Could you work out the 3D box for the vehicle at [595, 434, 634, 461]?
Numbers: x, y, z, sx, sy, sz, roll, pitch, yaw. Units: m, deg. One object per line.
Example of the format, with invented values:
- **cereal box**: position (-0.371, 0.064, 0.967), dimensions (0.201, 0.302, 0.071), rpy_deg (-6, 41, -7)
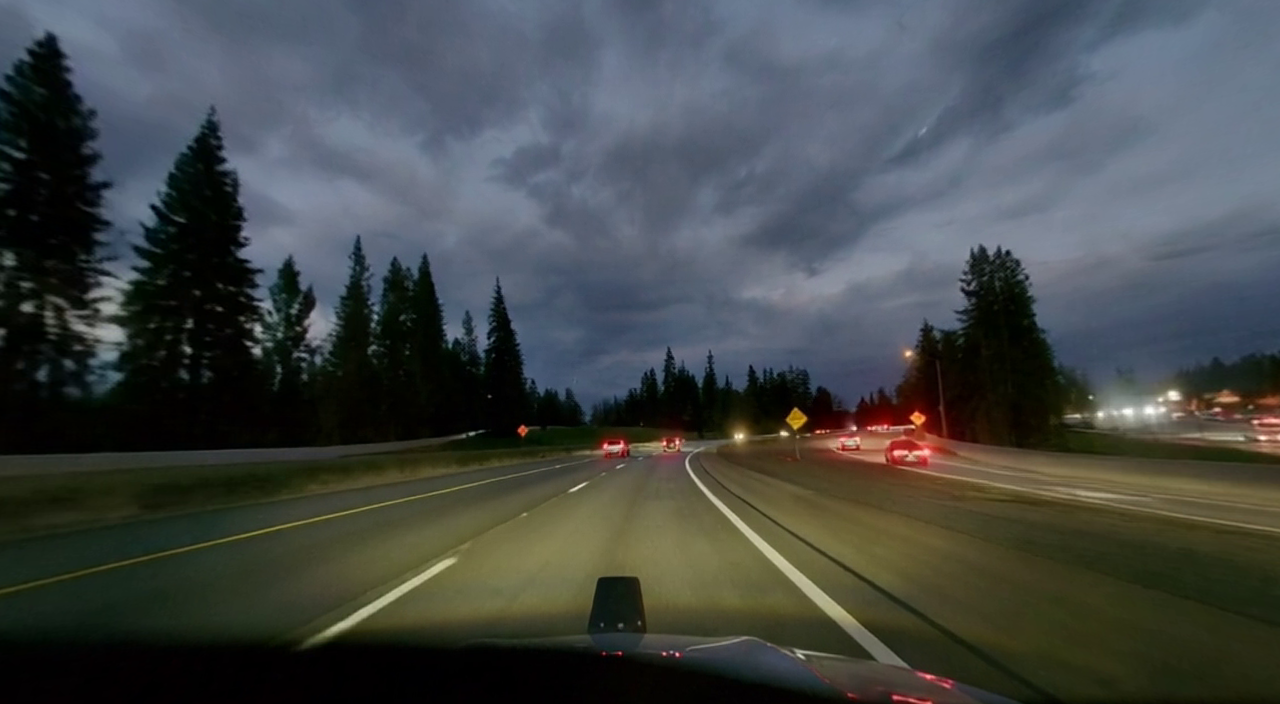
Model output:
- **vehicle**: position (-1.729, 6.653, 43.868), dimensions (2.129, 1.742, 4.217), rpy_deg (-1, -8, 5)
